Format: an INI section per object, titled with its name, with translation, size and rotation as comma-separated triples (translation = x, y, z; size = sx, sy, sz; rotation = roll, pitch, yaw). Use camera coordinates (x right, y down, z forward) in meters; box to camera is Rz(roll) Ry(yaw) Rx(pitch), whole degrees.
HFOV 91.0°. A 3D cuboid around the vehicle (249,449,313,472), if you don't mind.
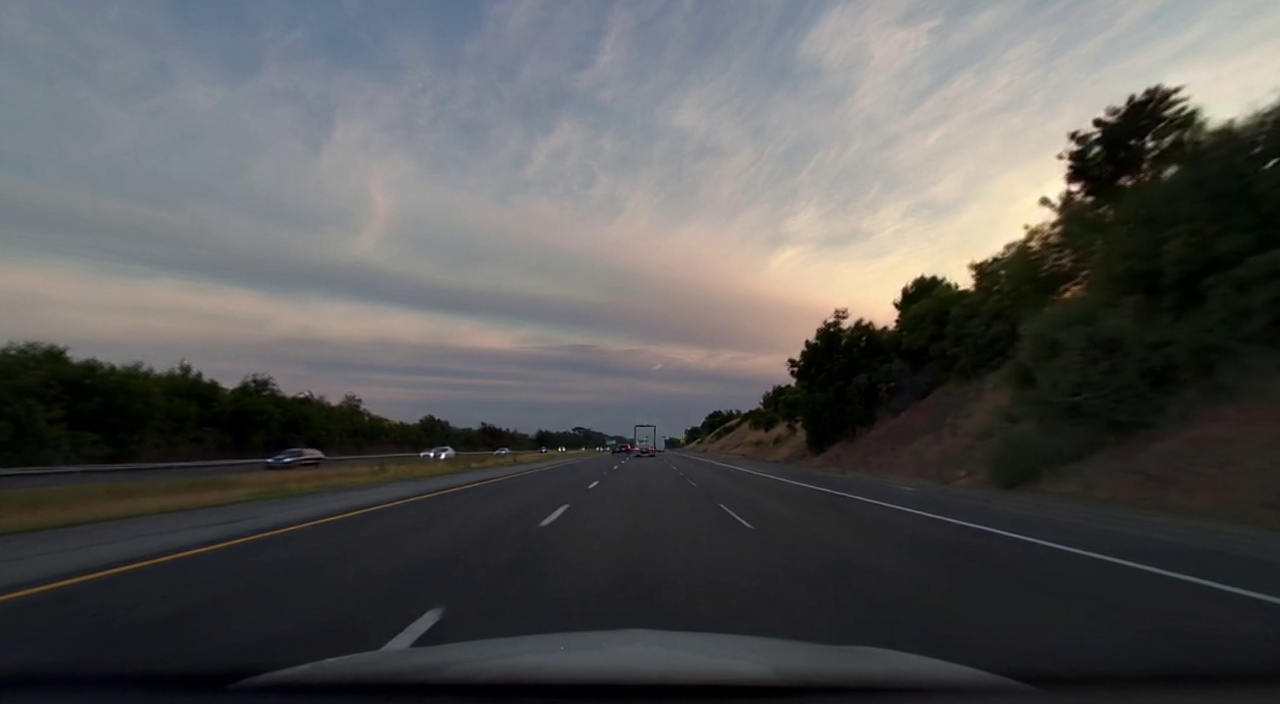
[vehicle]
translation = -25.179, 7.585, 44.322
size = 1.824, 1.509, 4.374
rotation = 0, -9, 1
